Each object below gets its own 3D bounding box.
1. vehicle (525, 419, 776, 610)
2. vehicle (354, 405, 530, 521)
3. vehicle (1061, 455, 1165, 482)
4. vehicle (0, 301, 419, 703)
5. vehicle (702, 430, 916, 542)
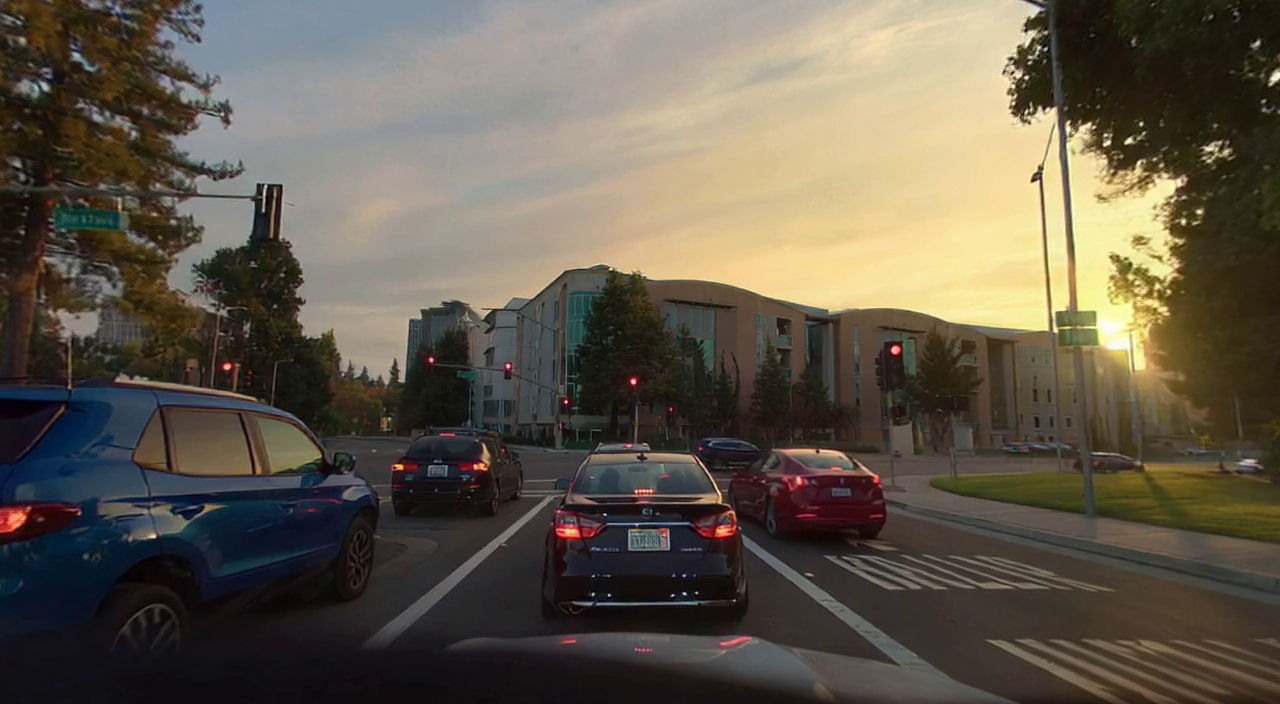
[{"bbox_3d":[-0.056,1.621,7.317,2.001,1.483,4.442,0,-9,-4],"label":"vehicle"},{"bbox_3d":[-3.878,2.317,13.706,2.305,1.984,5.586,0,-8,-3],"label":"vehicle"},{"bbox_3d":[29.026,7.157,38.873,4.737,1.572,2.026,0,-8,0],"label":"vehicle"},{"bbox_3d":[-3.143,1.010,4.143,1.924,1.737,4.387,0,-9,-2],"label":"vehicle"},{"bbox_3d":[2.616,2.222,11.261,2.100,1.524,4.746,1,-9,-6],"label":"vehicle"}]
